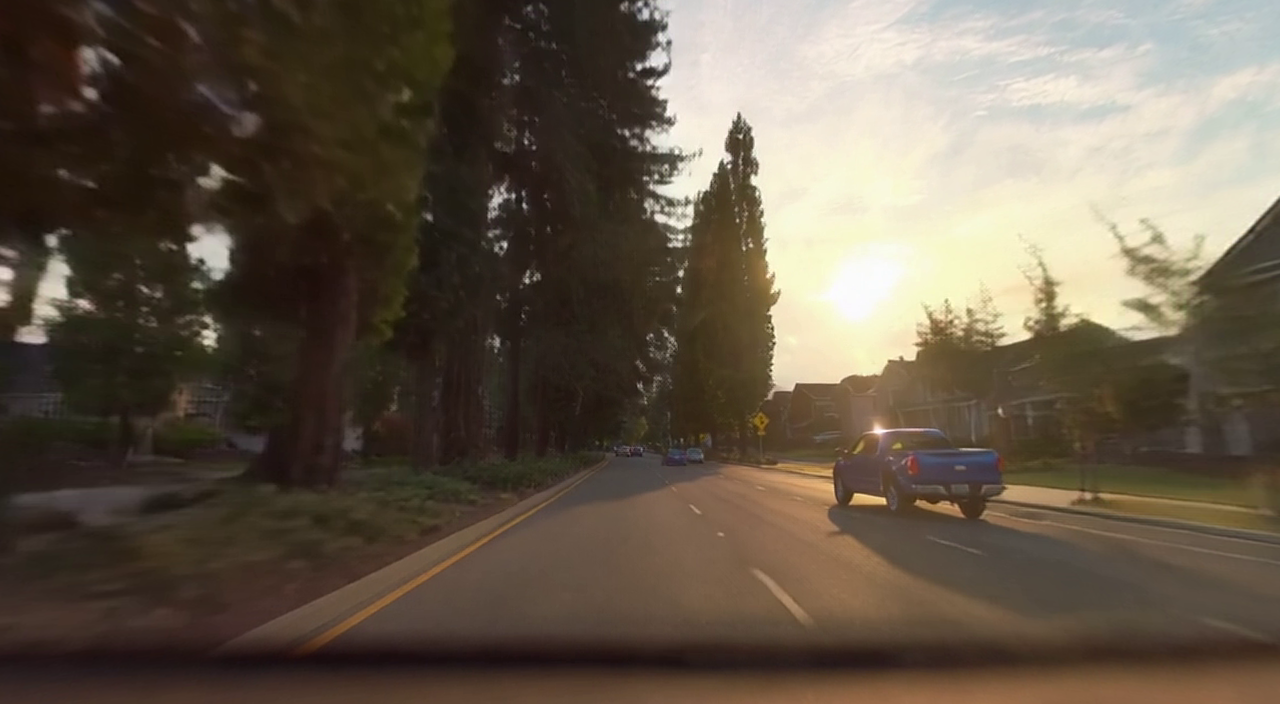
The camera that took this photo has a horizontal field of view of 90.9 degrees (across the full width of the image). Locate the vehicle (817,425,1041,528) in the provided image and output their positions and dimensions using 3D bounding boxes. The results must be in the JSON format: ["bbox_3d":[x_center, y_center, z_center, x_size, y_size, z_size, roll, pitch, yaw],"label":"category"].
[{"bbox_3d":[5.919,2.644,14.029,2.262,1.769,5.666,1,-9,-1],"label":"vehicle"}]

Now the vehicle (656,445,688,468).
[{"bbox_3d":[2.398,8.000,48.437,2.061,1.632,4.222,1,-9,-2],"label":"vehicle"}]
